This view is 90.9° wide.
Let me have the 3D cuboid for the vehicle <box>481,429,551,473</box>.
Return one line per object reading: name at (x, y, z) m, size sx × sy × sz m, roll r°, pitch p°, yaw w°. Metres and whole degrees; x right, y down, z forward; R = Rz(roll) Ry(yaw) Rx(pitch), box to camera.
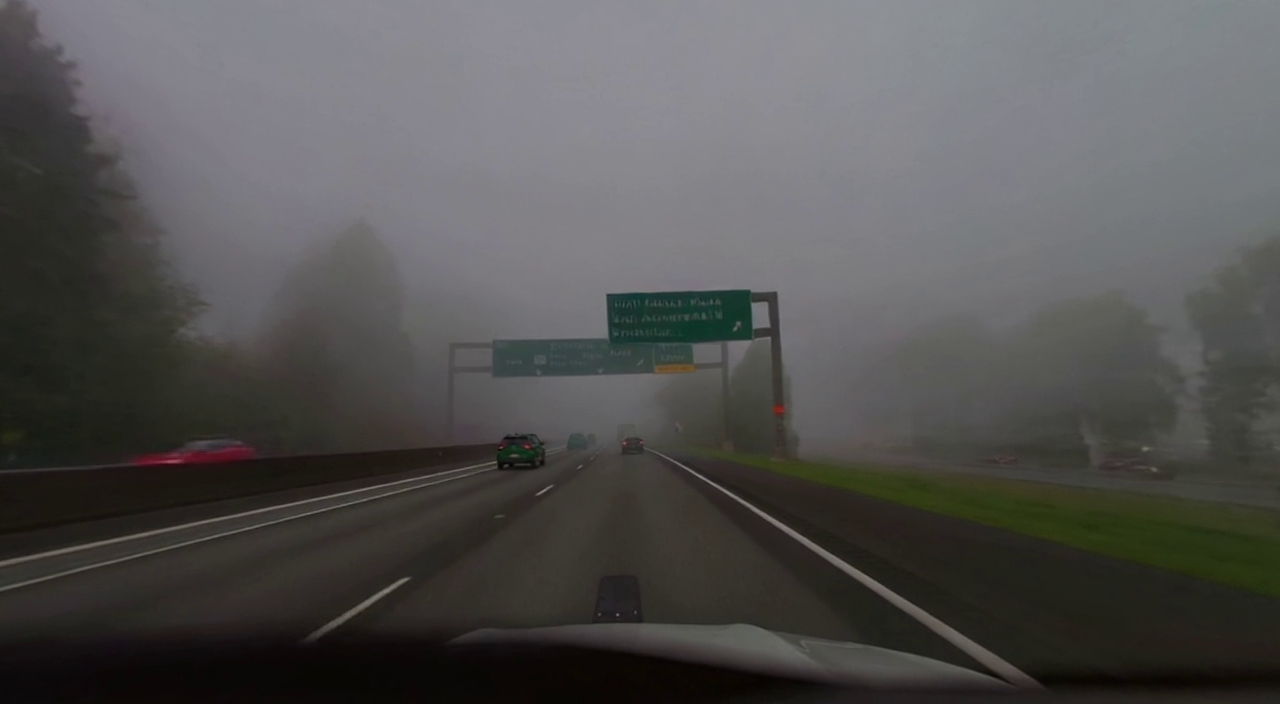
vehicle at (-4.600, 3.715, 23.904) m, size 1.959 × 1.514 × 3.668 m, roll 0°, pitch -8°, yaw -1°
